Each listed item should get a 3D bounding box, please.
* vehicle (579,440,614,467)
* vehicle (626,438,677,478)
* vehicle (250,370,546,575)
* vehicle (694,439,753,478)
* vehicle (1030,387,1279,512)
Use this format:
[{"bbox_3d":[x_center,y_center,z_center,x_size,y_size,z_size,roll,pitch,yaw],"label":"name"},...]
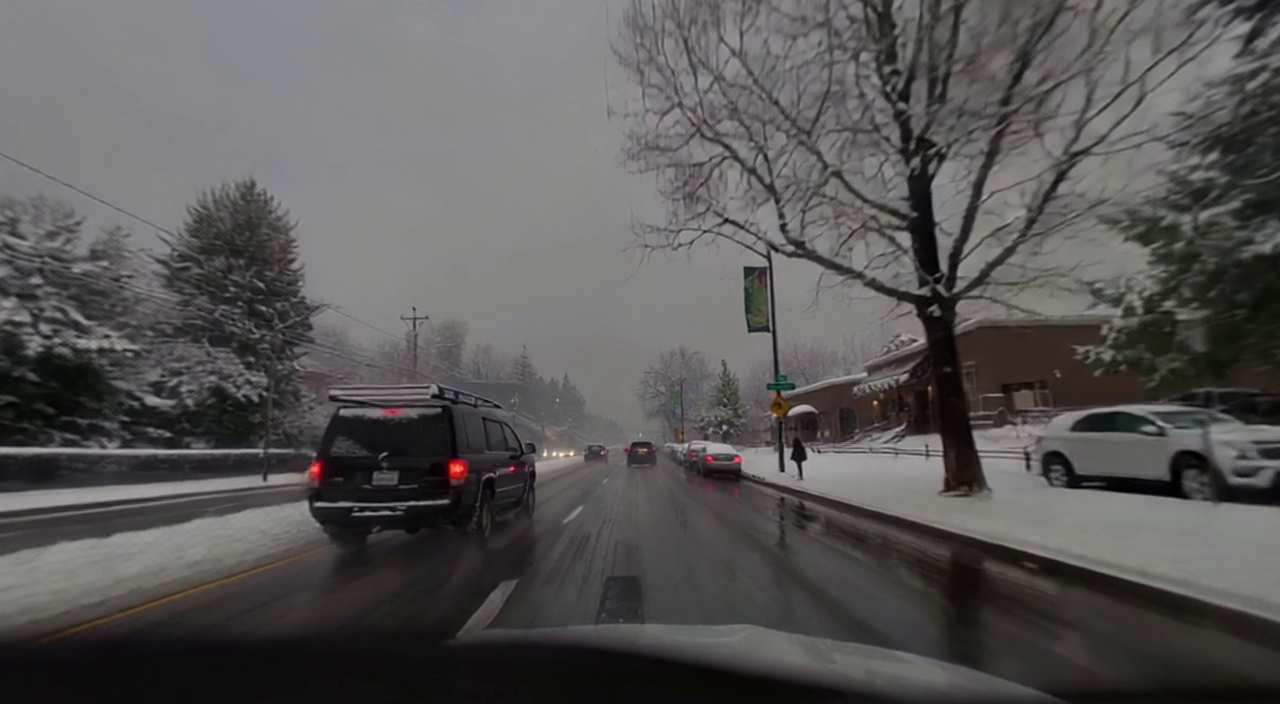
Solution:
[{"bbox_3d":[-2.896,6.870,42.909,2.028,1.689,4.162,0,-9,1],"label":"vehicle"},{"bbox_3d":[0.484,4.761,28.641,2.126,1.657,4.132,0,-9,0],"label":"vehicle"},{"bbox_3d":[-2.896,1.620,9.188,2.213,2.123,5.124,0,-9,0],"label":"vehicle"},{"bbox_3d":[3.803,4.947,29.664,1.947,1.646,4.782,0,-9,-2],"label":"vehicle"},{"bbox_3d":[10.589,1.910,12.580,2.062,1.897,5.751,0,-8,1],"label":"vehicle"}]
